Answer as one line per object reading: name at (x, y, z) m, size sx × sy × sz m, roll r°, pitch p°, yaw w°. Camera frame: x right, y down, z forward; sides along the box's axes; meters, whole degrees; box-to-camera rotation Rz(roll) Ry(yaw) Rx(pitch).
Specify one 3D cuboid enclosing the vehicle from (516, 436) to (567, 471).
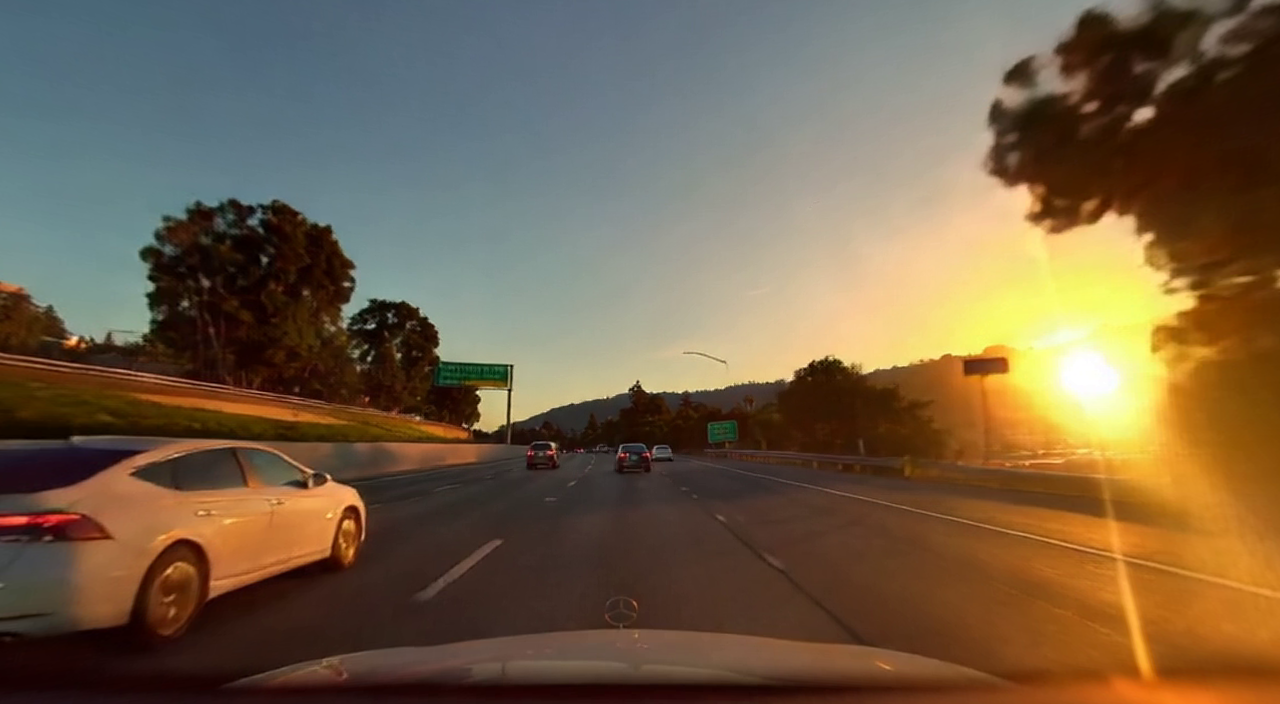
vehicle at (-5.273, 5.506, 34.400) m, size 2.244 × 1.755 × 4.417 m, roll 0°, pitch -9°, yaw -3°

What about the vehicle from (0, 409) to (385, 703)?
vehicle at (-4.020, 1.307, 4.862) m, size 2.049 × 1.482 × 4.981 m, roll 0°, pitch -9°, yaw 0°

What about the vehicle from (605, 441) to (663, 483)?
vehicle at (-0.336, 4.205, 24.373) m, size 1.947 × 1.437 × 4.345 m, roll 0°, pitch -9°, yaw -4°
